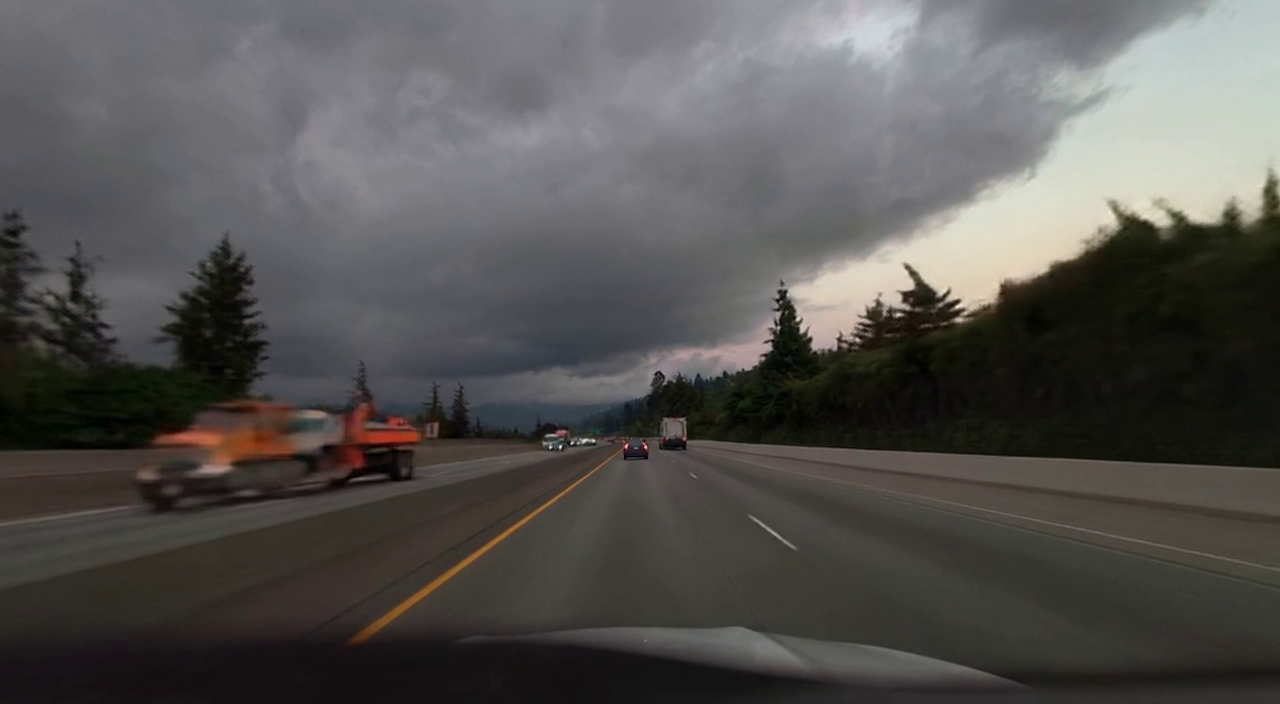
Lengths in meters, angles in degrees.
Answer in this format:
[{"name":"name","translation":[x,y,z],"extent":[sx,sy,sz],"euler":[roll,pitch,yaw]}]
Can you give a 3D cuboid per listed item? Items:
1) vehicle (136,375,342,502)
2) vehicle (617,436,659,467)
[{"name":"vehicle","translation":[-12.854,2.873,20.905],"extent":[2.949,3.613,5.682],"euler":[-1,-8,0]},{"name":"vehicle","translation":[-0.090,5.093,32.430],"extent":[2.004,1.472,4.075],"euler":[0,-8,0]}]
